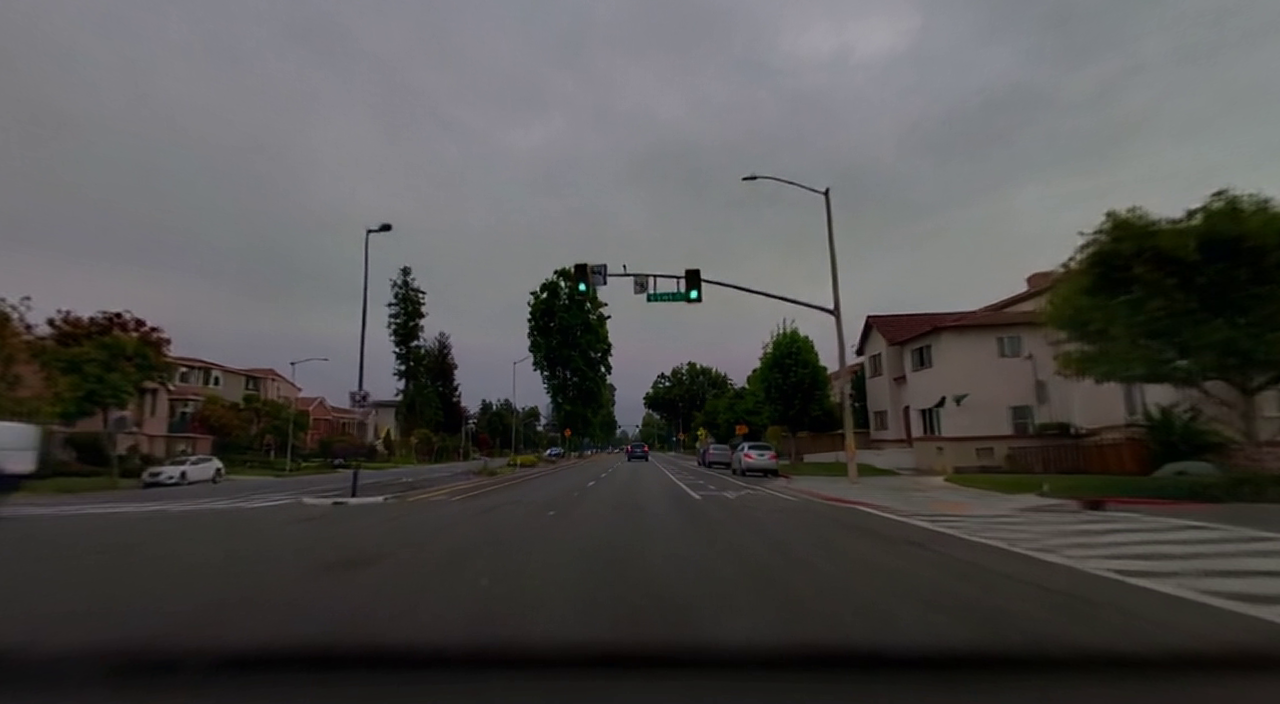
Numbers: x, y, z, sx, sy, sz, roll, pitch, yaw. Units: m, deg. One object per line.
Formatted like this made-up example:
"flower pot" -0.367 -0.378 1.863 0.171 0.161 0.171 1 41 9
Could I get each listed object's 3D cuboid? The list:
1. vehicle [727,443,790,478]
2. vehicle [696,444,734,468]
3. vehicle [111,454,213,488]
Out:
"vehicle" 5.656 5.226 30.764 2.066 1.552 4.799 0 -8 -1
"vehicle" 5.450 7.647 46.651 2.131 1.604 5.543 0 -8 0
"vehicle" -25.861 6.417 34.423 1.912 1.681 4.625 0 -9 -1
